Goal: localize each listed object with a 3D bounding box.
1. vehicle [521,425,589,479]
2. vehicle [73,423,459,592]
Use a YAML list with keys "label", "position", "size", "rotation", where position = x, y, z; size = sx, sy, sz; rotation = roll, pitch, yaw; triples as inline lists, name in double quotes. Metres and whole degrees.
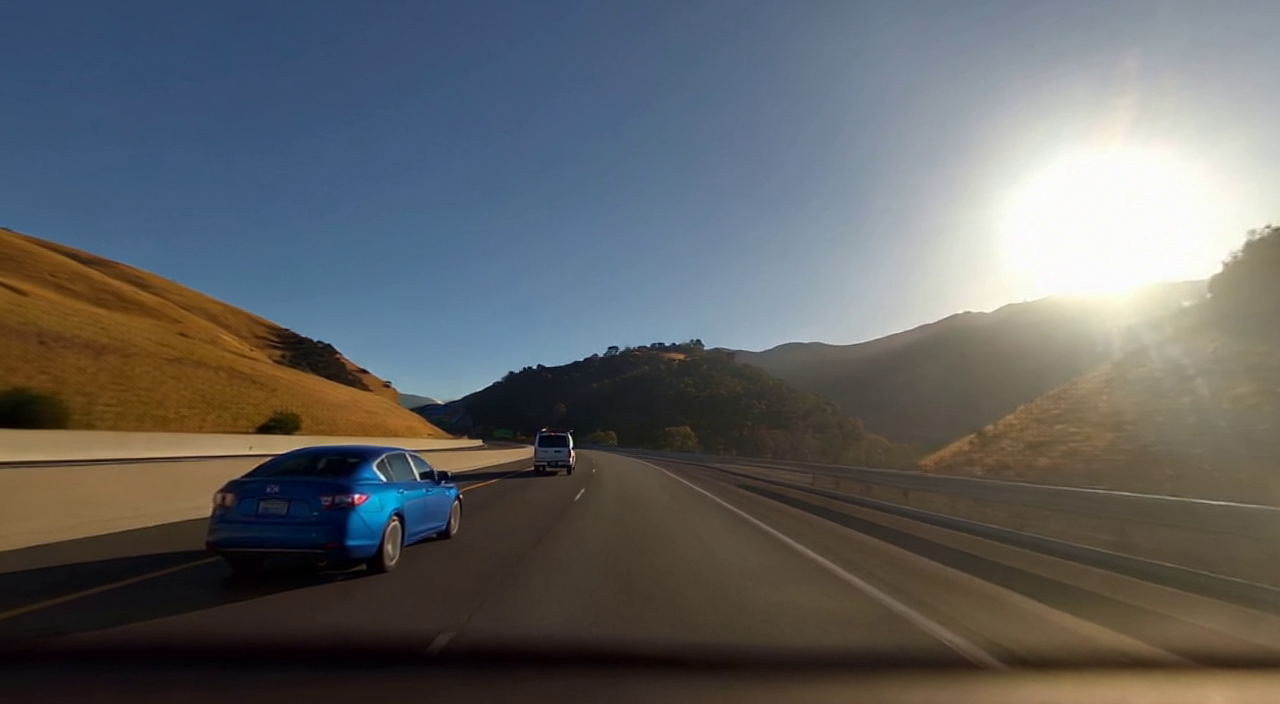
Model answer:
- label: "vehicle"
  position: [-3.732, 4.543, 28.834]
  size: [2.444, 2.204, 5.568]
  rotation: [0, -8, -1]
- label: "vehicle"
  position: [-4.056, 1.755, 8.064]
  size: [2.097, 1.511, 4.585]
  rotation: [0, -8, 0]
